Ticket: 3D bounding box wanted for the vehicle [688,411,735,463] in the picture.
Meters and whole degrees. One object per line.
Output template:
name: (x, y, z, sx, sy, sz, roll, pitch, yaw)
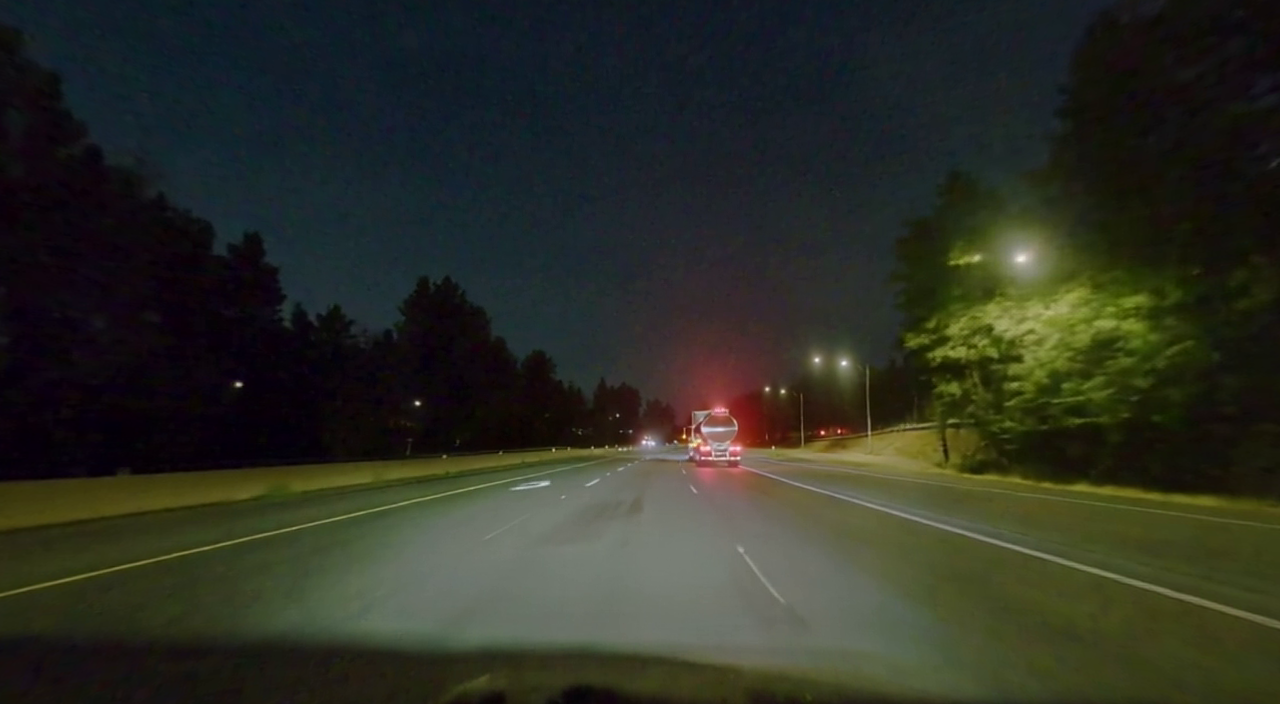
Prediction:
vehicle: (5.370, 6.611, 48.879, 3.034, 3.651, 8.256, -1, -9, 3)
